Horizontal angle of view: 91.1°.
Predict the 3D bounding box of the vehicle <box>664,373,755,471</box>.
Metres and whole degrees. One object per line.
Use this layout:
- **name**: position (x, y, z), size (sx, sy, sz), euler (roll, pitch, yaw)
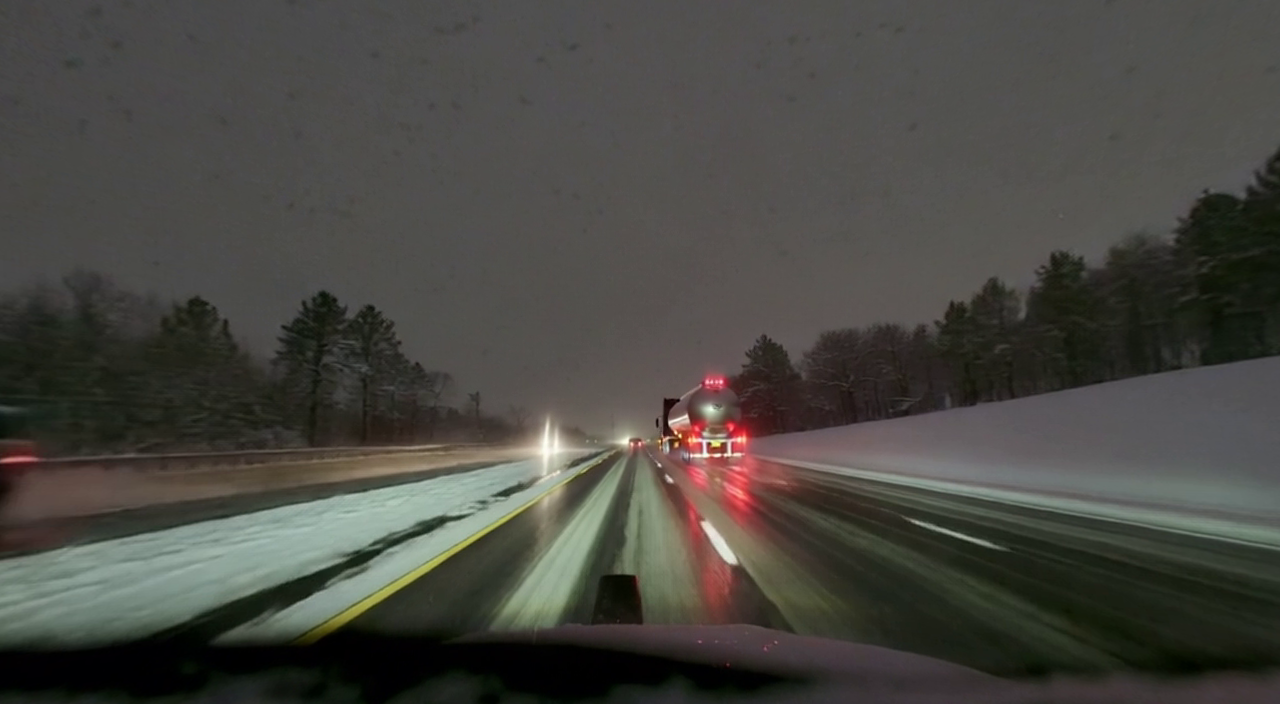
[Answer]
- **vehicle**: position (2.887, 3.443, 30.001), size (2.946, 3.745, 11.516), euler (0, -7, -1)
